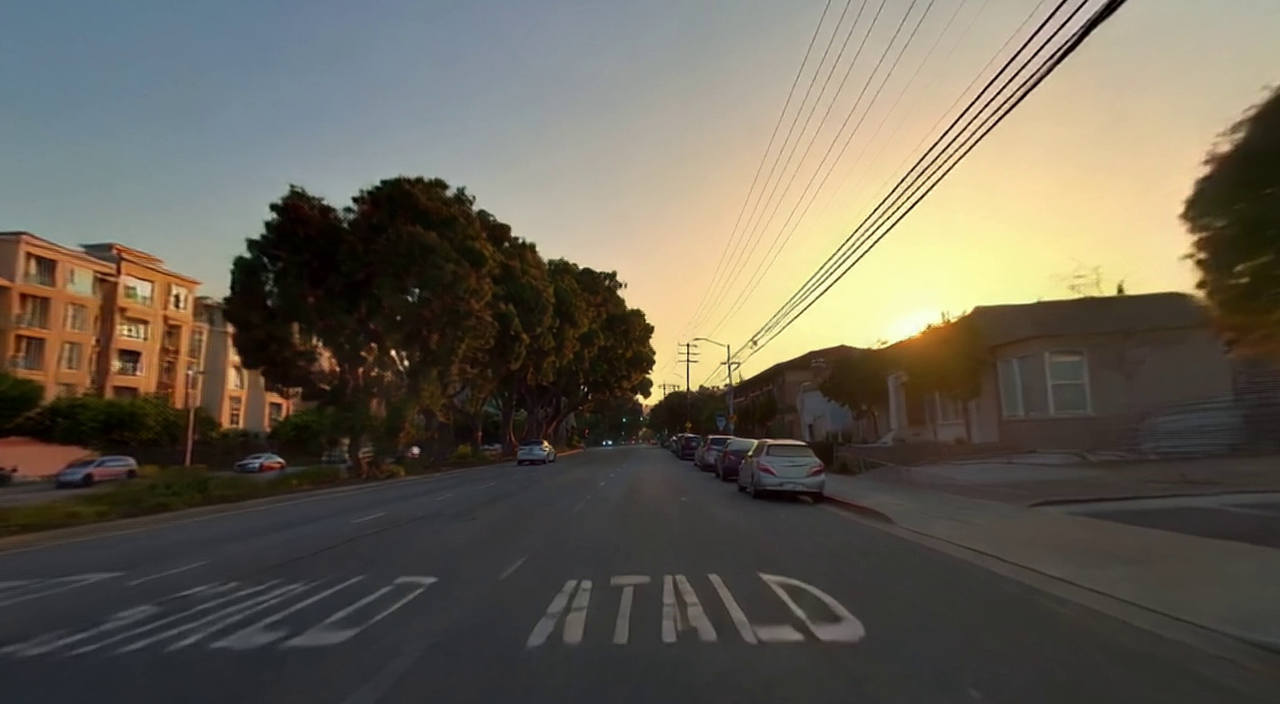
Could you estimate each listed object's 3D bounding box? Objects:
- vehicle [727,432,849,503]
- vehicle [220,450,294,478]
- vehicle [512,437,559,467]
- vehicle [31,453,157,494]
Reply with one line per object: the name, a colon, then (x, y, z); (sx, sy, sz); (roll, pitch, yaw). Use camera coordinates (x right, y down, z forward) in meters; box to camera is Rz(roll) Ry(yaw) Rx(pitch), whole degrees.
vehicle: (3.602, 2.901, 16.363); (2.048, 1.556, 4.753); (0, -8, 1)
vehicle: (-25.707, 7.518, 42.534); (2.121, 1.699, 4.506); (0, -8, 1)
vehicle: (-6.274, 6.040, 38.259); (2.000, 1.671, 4.497); (0, -8, 1)
vehicle: (-25.743, 5.722, 29.993); (1.959, 1.707, 4.481); (0, -8, 0)
